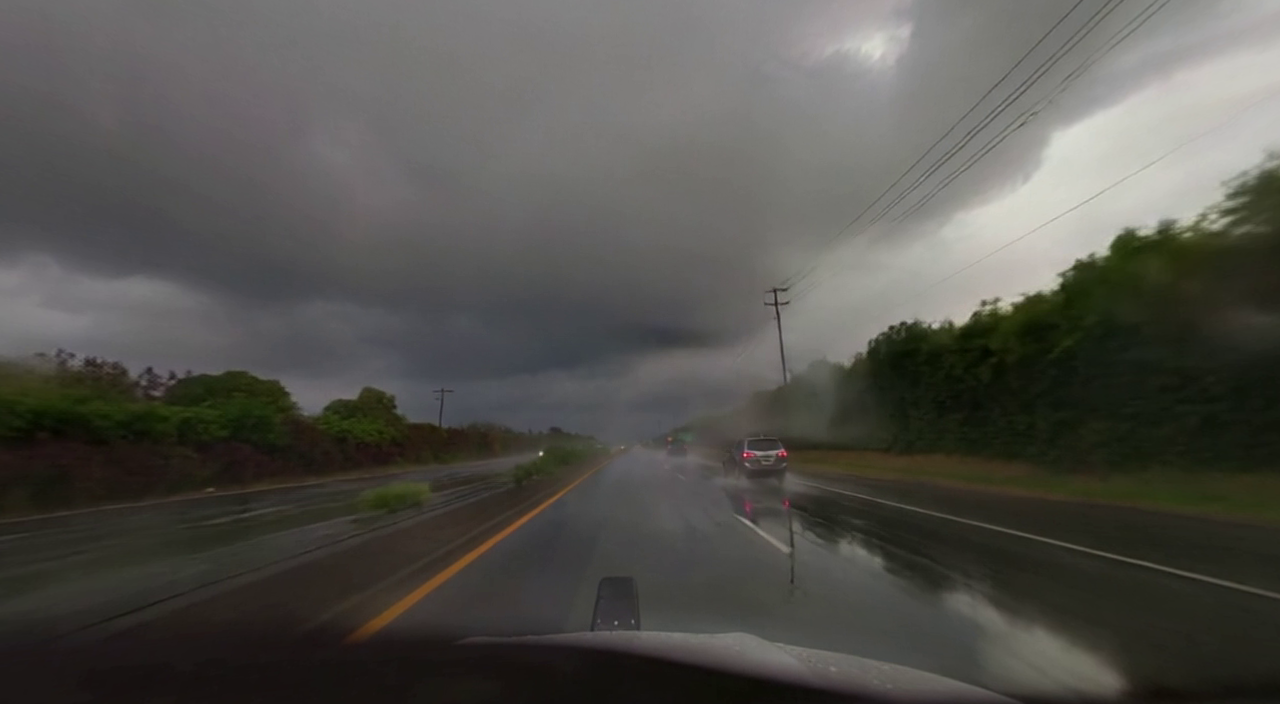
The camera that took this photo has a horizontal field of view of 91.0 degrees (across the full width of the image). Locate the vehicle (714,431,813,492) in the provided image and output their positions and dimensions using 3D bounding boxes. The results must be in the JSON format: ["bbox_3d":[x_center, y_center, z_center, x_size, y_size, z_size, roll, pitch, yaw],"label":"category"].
[{"bbox_3d":[3.533,3.229,18.949,1.977,1.581,4.428,0,-8,-1],"label":"vehicle"}]

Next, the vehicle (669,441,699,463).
[{"bbox_3d":[3.174,7.294,46.183,1.868,1.507,3.833,0,-8,-1],"label":"vehicle"}]
